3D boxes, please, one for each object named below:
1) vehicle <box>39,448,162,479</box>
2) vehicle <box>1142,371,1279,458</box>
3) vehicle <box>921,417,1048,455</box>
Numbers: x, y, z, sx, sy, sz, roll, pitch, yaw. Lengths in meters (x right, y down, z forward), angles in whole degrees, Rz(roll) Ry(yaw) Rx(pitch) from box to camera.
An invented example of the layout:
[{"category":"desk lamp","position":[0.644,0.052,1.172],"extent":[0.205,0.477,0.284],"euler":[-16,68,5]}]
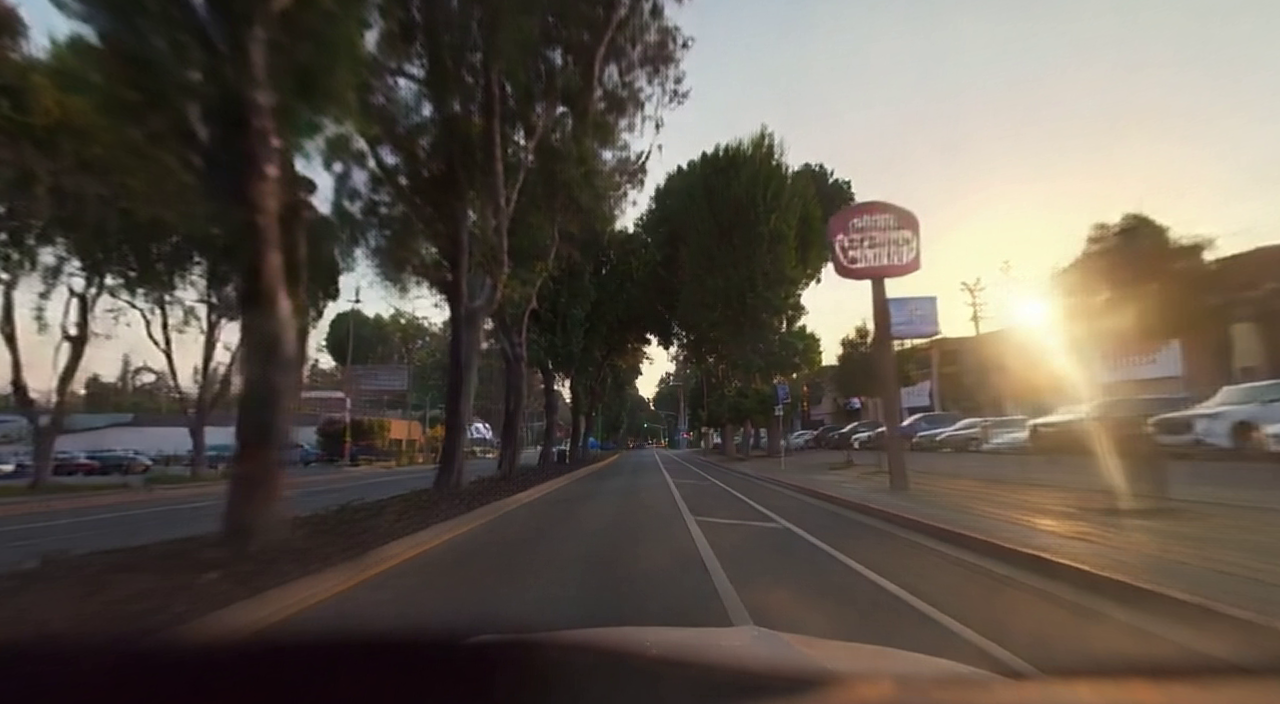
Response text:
[{"category":"vehicle","position":[-31.342,6.456,36.724],"extent":[5.115,1.744,2.000],"euler":[0,-9,-3]},{"category":"vehicle","position":[12.959,1.299,12.663],"extent":[3.998,1.612,1.980],"euler":[0,-9,-1]},{"category":"vehicle","position":[13.419,3.321,24.733],"extent":[3.820,1.413,1.952],"euler":[0,-9,0]}]
